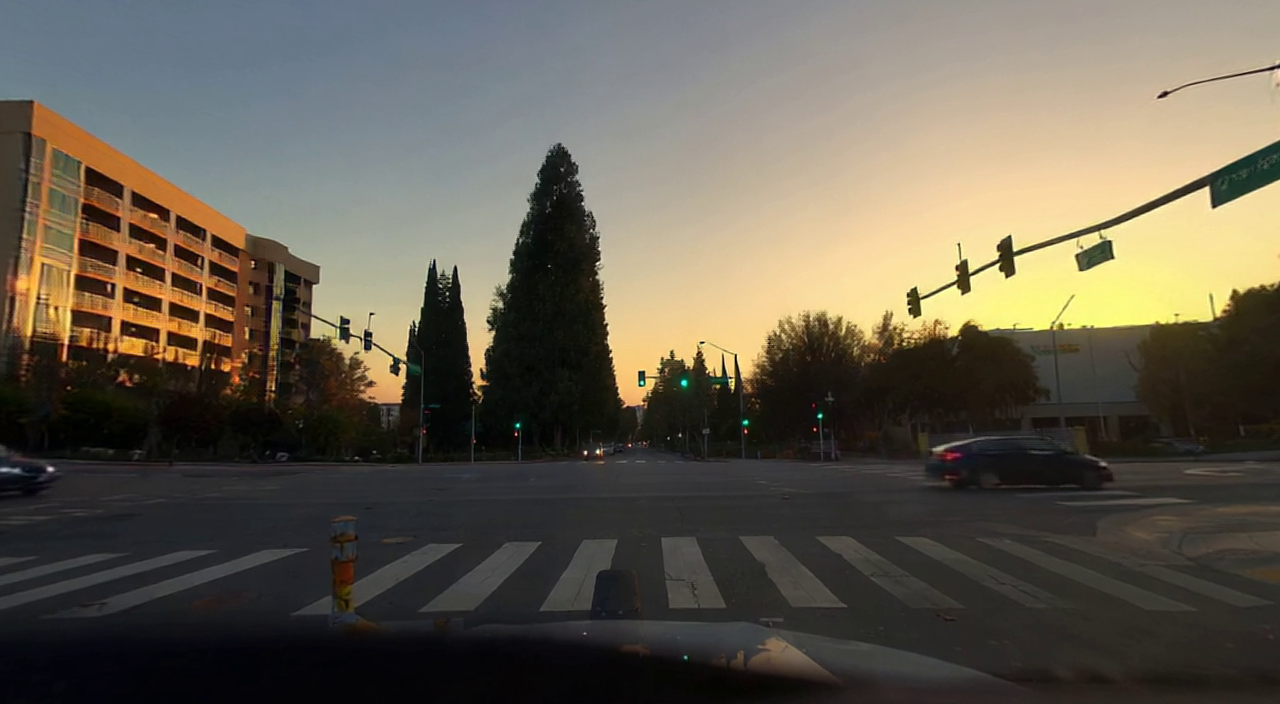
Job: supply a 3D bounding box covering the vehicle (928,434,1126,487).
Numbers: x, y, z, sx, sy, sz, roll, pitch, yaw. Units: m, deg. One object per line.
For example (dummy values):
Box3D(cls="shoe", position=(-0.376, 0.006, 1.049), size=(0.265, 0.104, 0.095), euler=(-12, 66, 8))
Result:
Box3D(cls="vehicle", position=(11.554, 3.264, 19.104), size=(4.698, 1.466, 1.883), euler=(0, -9, 0))
